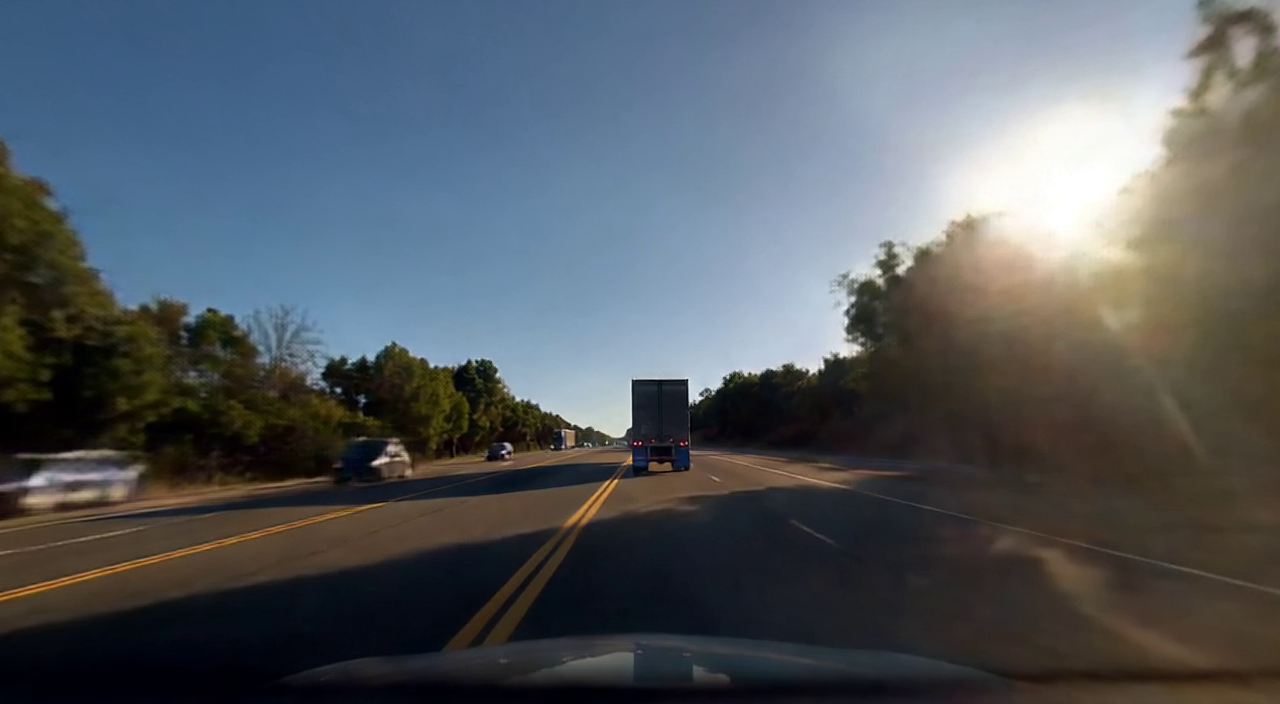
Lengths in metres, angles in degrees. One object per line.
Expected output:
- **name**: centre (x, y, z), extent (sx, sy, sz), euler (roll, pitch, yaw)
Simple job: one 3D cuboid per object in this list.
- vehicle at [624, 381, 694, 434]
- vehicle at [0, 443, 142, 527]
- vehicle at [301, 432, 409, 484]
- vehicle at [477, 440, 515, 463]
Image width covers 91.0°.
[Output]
- **vehicle**: centre (0.646, 2.322, 25.347), extent (2.509, 1.890, 4.732), euler (0, -8, -2)
- **vehicle**: centre (-15.191, 3.204, 15.512), extent (2.000, 1.847, 4.664), euler (-2, -8, 0)
- **vehicle**: centre (-11.653, 4.367, 26.207), extent (2.133, 1.942, 4.865), euler (0, -8, 1)
- **vehicle**: centre (-11.341, 7.873, 49.821), extent (1.873, 1.712, 4.097), euler (0, -8, 2)
